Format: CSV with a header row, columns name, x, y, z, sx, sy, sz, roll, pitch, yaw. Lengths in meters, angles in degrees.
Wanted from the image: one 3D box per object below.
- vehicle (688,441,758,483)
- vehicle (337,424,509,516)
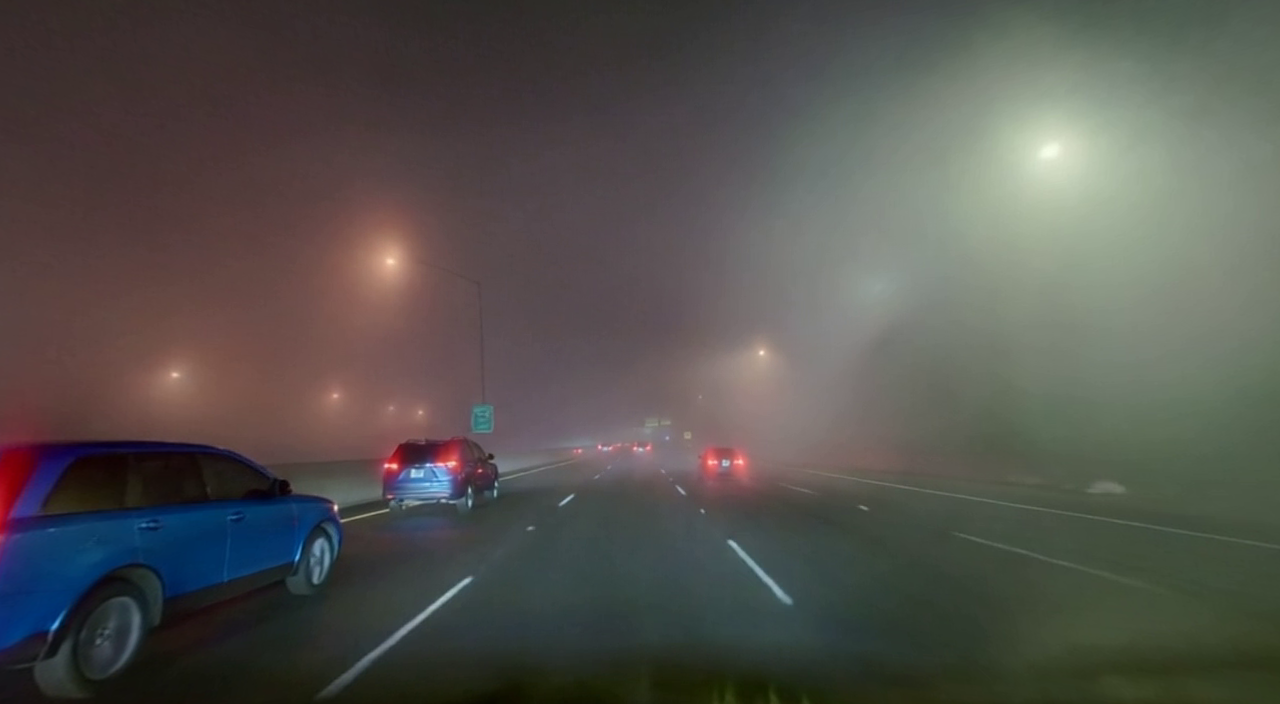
name,x,y,z,sx,sy,sz,roll,pitch,yaw
vehicle,3.095,4.216,24.580,2.083,1.453,4.307,0,-8,-1
vehicle,-4.356,2.445,13.525,2.193,1.641,4.077,0,-8,1
